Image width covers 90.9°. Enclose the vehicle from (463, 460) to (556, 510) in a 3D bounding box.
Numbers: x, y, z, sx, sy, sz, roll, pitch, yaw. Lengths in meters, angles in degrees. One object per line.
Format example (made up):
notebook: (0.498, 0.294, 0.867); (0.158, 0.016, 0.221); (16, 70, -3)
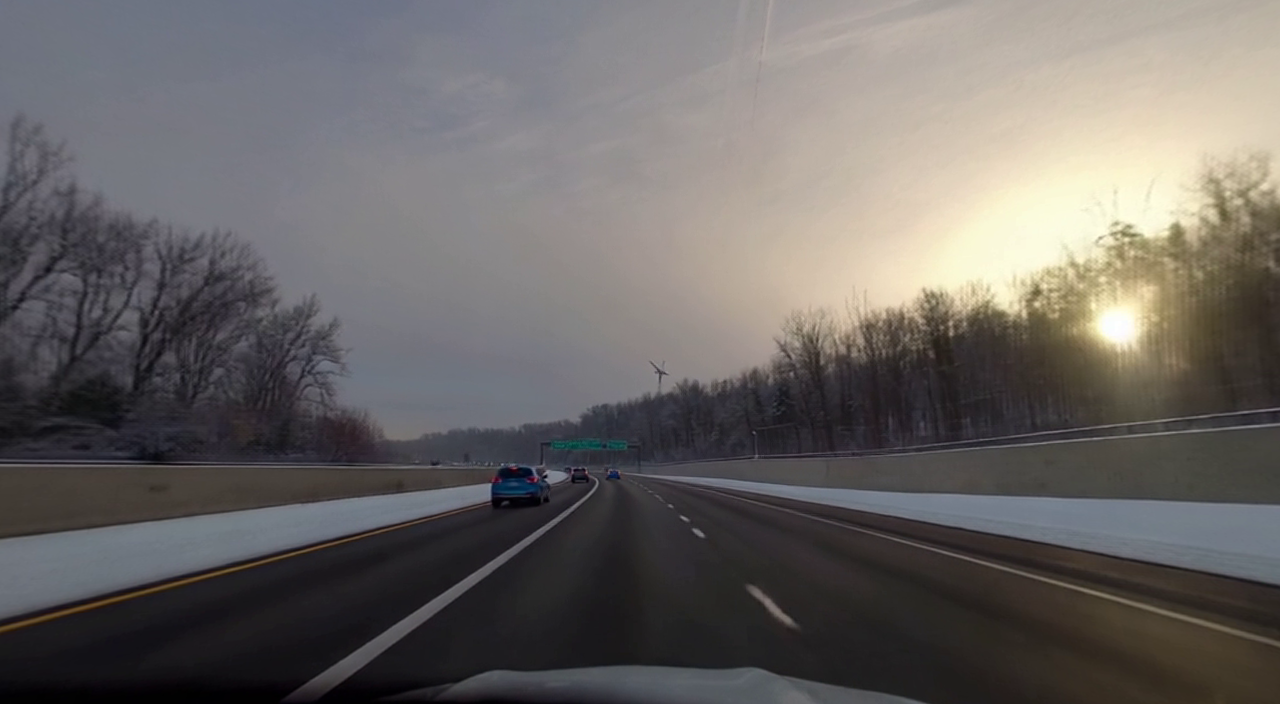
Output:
vehicle: (-4.519, 4.741, 22.736); (2.328, 1.559, 5.041); (1, -11, -1)
